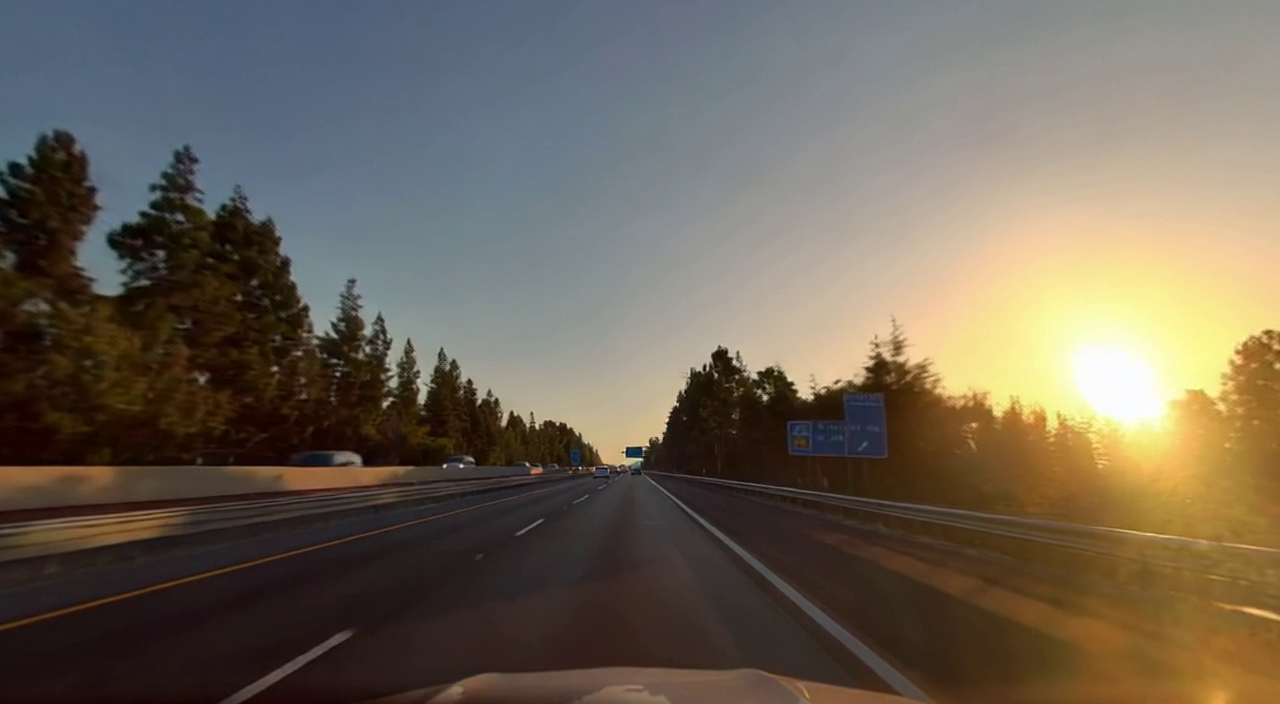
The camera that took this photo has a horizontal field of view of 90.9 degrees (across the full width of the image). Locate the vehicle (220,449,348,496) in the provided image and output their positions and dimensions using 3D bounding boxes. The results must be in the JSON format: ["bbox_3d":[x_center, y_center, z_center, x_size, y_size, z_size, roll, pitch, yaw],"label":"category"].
[{"bbox_3d":[-12.754,4.376,22.978,1.989,1.497,4.491,1,-10,0],"label":"vehicle"}]
